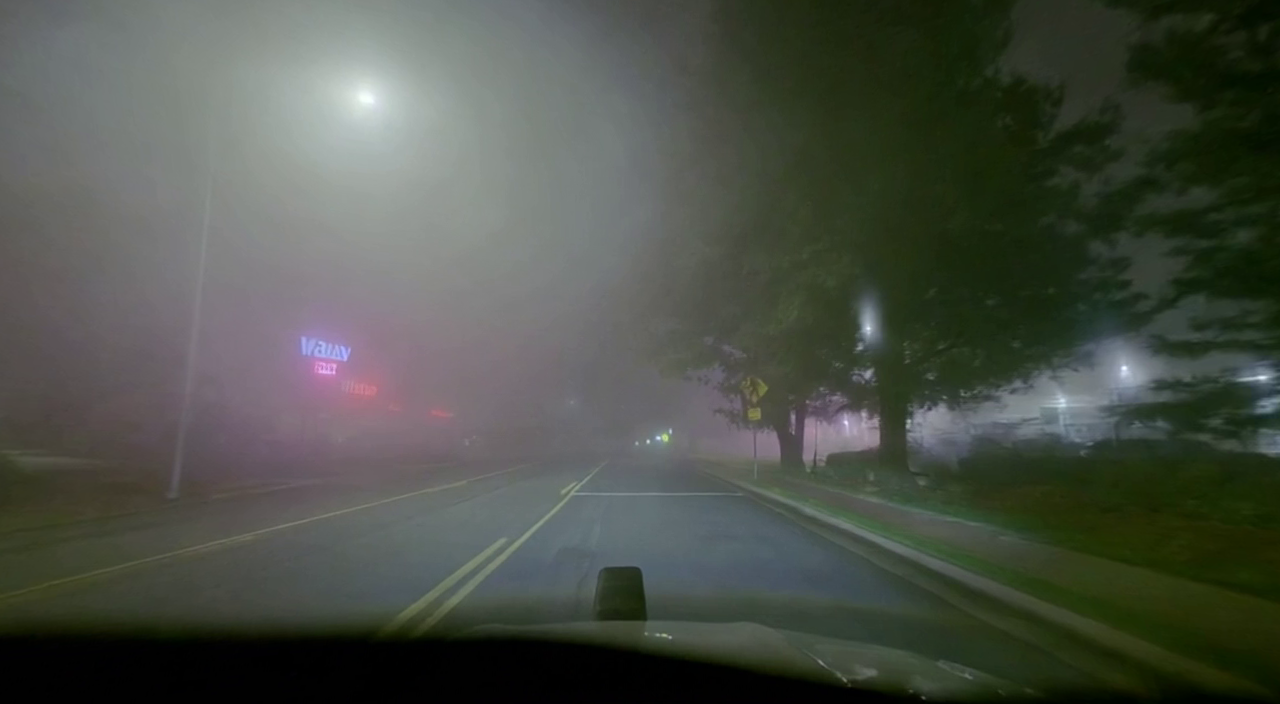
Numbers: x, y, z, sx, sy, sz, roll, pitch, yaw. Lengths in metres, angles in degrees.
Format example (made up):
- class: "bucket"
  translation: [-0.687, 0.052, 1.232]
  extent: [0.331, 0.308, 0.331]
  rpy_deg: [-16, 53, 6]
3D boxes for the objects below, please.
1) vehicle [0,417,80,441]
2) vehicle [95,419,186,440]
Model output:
- class: "vehicle"
  translation: [-38.288, 4.866, 39.567]
  extent: [4.706, 1.433, 1.862]
  rpy_deg: [7, -11, -40]
- class: "vehicle"
  translation: [-38.199, 5.979, 48.403]
  extent: [5.205, 1.525, 1.769]
  rpy_deg: [8, -11, -42]
